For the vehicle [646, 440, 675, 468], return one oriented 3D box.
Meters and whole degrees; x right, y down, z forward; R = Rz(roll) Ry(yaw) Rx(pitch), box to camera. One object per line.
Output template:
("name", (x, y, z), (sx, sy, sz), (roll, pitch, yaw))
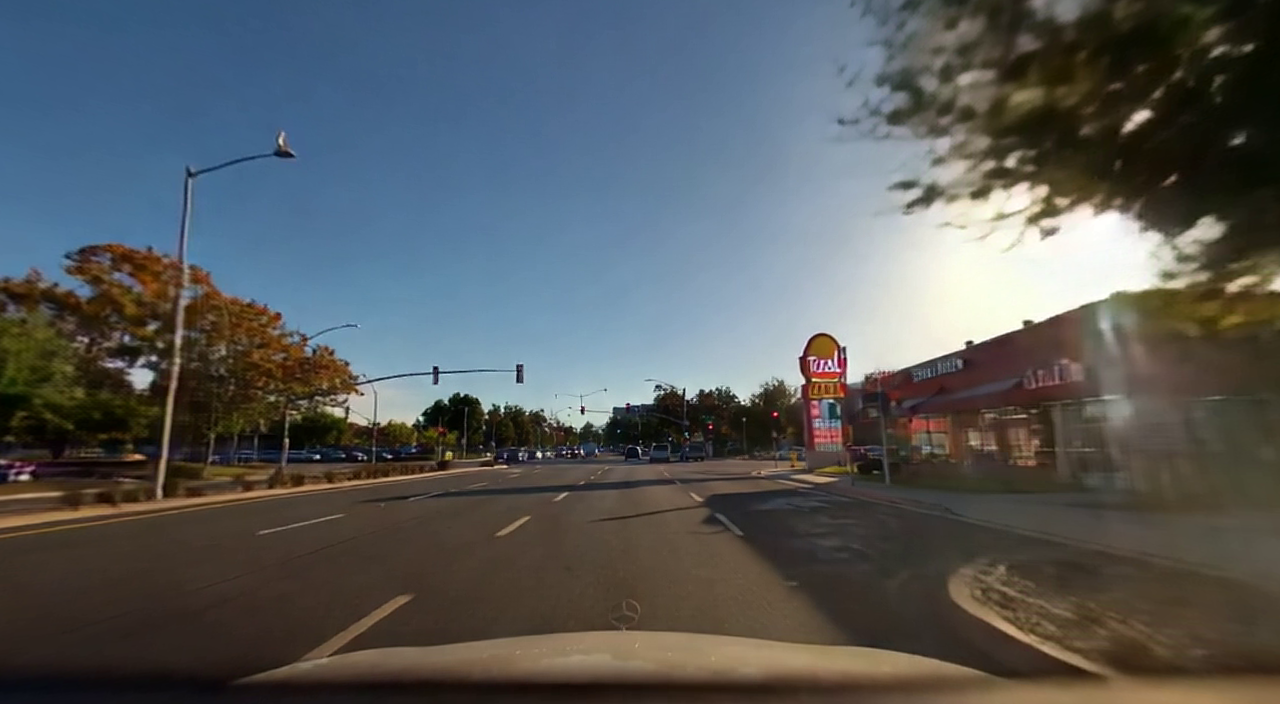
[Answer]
("vehicle", (1.525, 7.623, 47.321), (2.096, 1.961, 4.259), (0, -9, 2))
